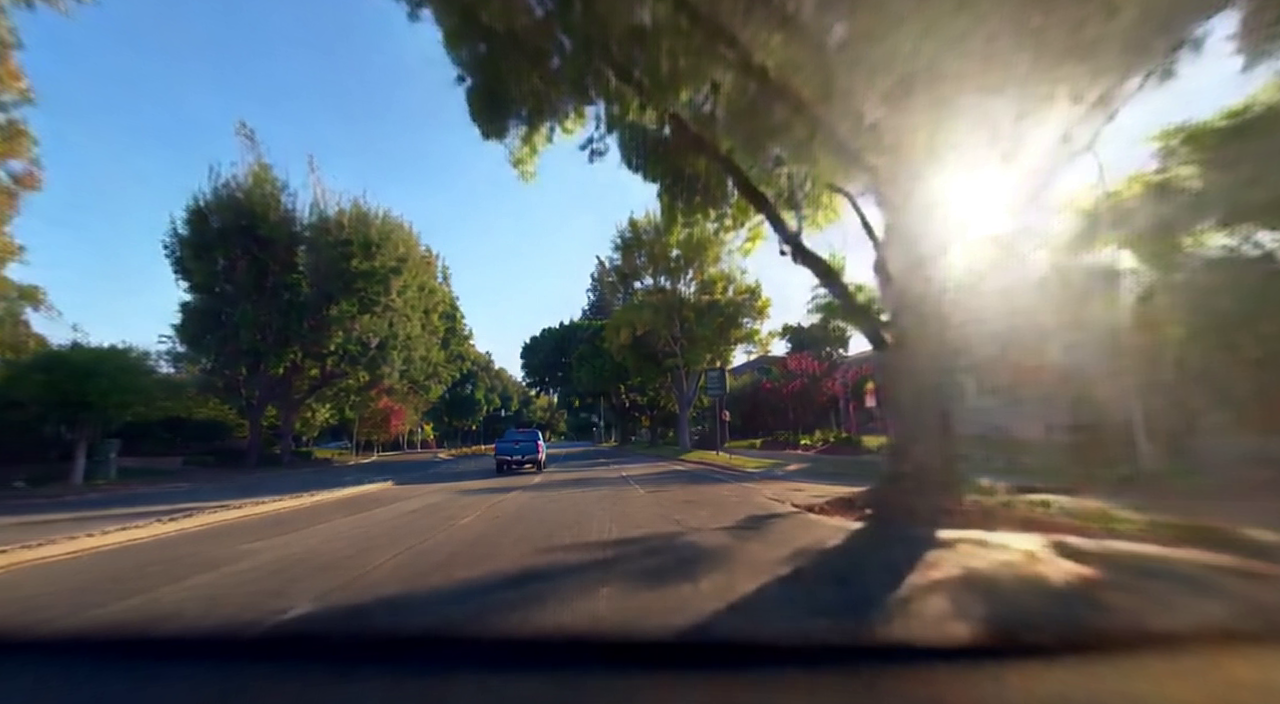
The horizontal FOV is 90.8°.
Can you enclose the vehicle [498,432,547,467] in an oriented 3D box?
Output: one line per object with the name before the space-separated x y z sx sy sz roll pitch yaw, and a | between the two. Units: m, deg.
vehicle | -6.890 5.788 37.687 2.267 1.849 6.402 1 -8 -5
